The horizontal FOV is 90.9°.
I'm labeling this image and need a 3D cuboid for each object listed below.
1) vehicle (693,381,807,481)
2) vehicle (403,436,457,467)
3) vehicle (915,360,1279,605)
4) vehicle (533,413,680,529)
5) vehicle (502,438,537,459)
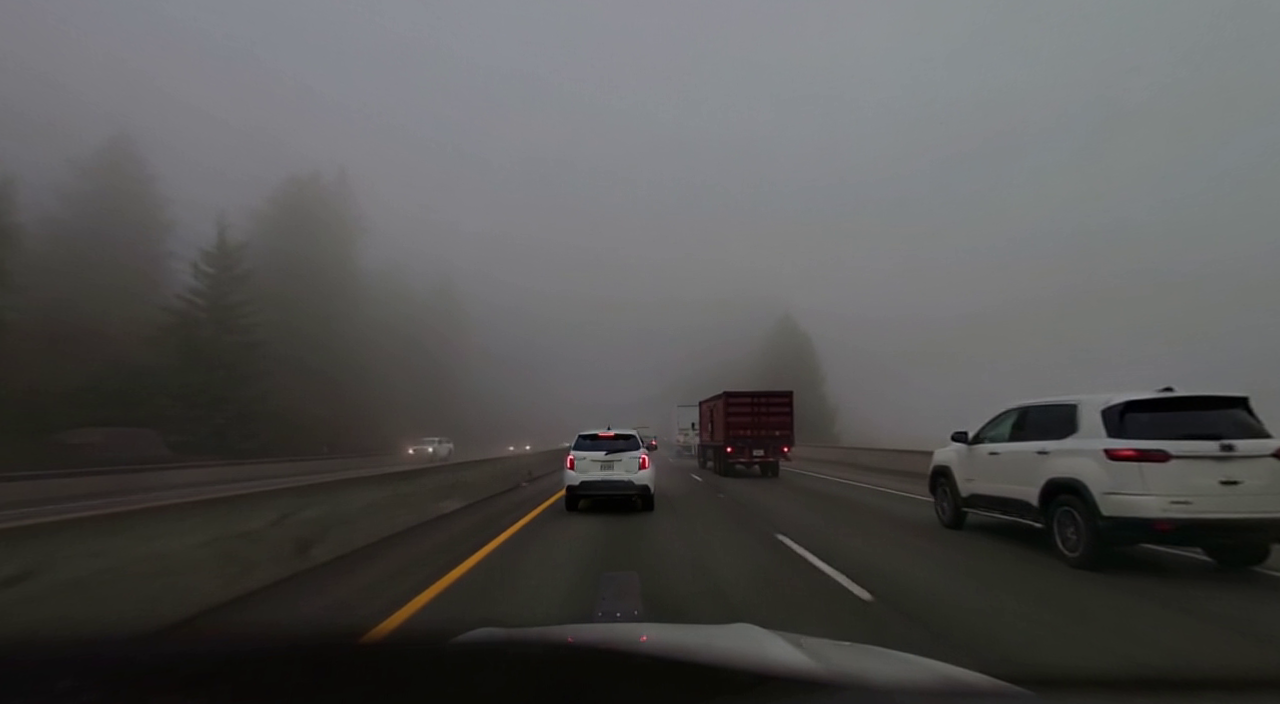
[{"bbox_3d":[3.720,2.960,23.550,2.723,3.027,8.478,0,-8,0],"label":"vehicle"},{"bbox_3d":[-13.440,6.370,40.629,1.949,1.833,4.237,0,-8,1],"label":"vehicle"},{"bbox_3d":[4.938,1.263,6.918,2.011,1.905,3.905,0,-8,0],"label":"vehicle"},{"bbox_3d":[-0.505,1.958,11.026,2.082,1.638,4.055,0,-8,-1],"label":"vehicle"},{"bbox_3d":[-8.829,7.059,46.312,1.756,1.446,3.661,0,-8,2],"label":"vehicle"}]
